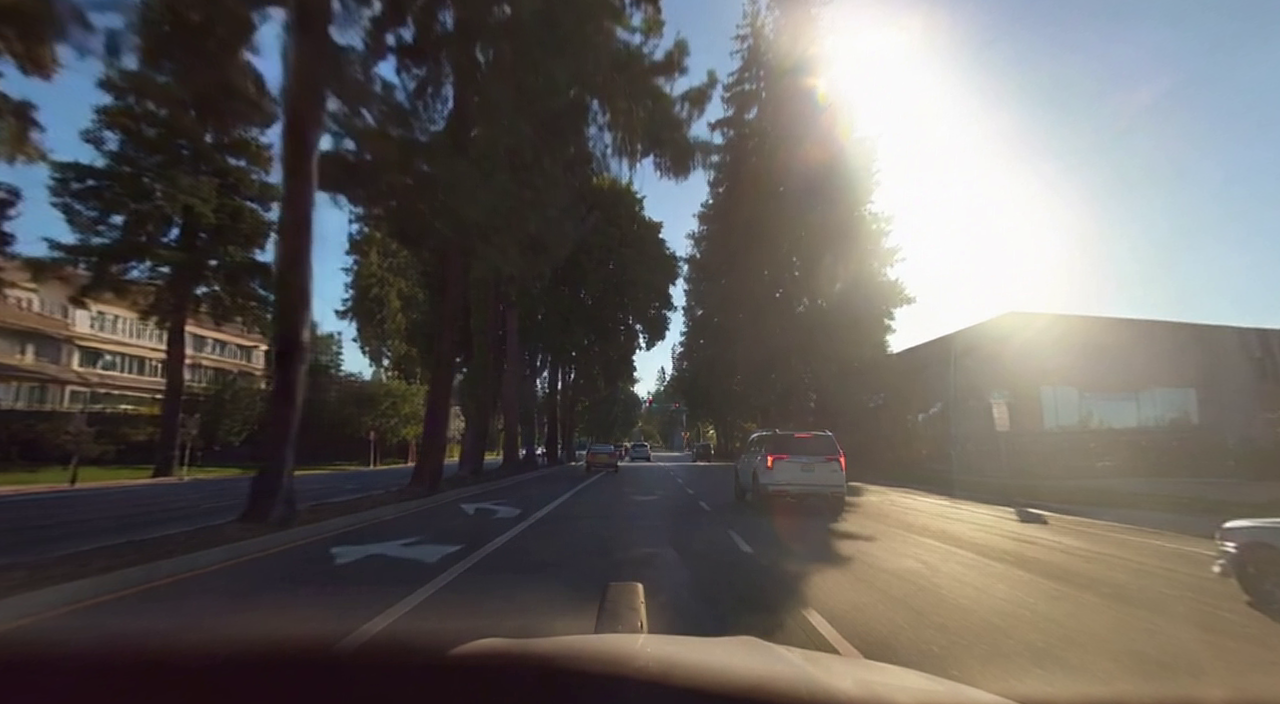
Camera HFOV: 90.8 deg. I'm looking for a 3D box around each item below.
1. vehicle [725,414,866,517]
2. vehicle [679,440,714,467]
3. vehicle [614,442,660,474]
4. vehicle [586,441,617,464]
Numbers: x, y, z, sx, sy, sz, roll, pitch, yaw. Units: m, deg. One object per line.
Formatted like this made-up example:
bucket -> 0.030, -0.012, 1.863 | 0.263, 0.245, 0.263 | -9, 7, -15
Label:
vehicle -> 3.241, 2.470, 14.205 | 2.035, 1.940, 4.299 | 0, -8, 0
vehicle -> 3.806, 6.873, 42.940 | 1.922, 1.708, 4.126 | 0, -8, -1
vehicle -> -0.126, 5.140, 30.867 | 2.119, 1.460, 3.847 | 0, -8, 0
vehicle -> -2.828, 7.507, 47.389 | 1.962, 1.632, 3.979 | 0, -8, 1
